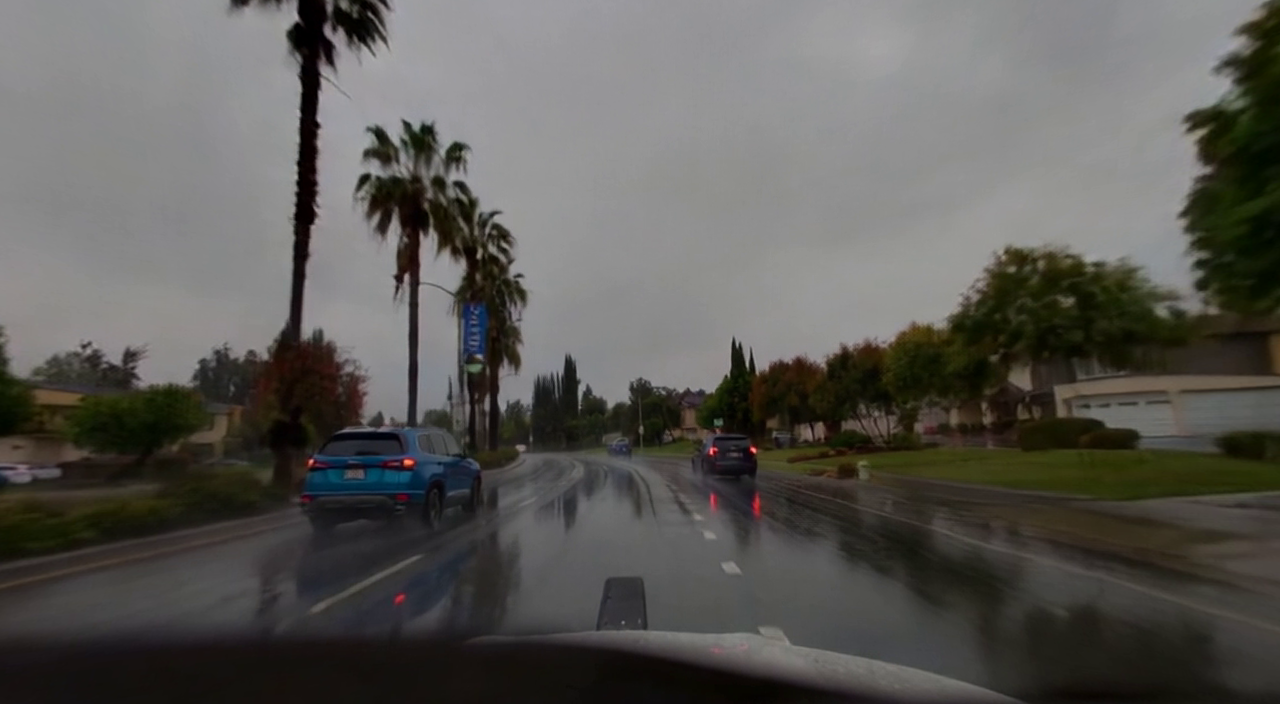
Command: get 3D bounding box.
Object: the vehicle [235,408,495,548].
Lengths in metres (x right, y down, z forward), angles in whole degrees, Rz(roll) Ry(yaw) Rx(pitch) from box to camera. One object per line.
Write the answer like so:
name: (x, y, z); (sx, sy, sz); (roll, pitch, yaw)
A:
vehicle: (-4.070, 1.967, 10.488); (2.150, 1.768, 4.868); (0, -9, 0)

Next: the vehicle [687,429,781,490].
vehicle: (3.001, 3.574, 21.215); (2.195, 1.804, 4.658); (1, -9, -3)

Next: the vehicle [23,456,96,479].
vehicle: (-39.422, 7.843, 42.686); (3.285, 1.351, 1.575); (-1, -9, -7)

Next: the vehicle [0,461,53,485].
vehicle: (-37.702, 7.231, 37.565); (3.430, 1.341, 1.611); (-1, -9, -2)
